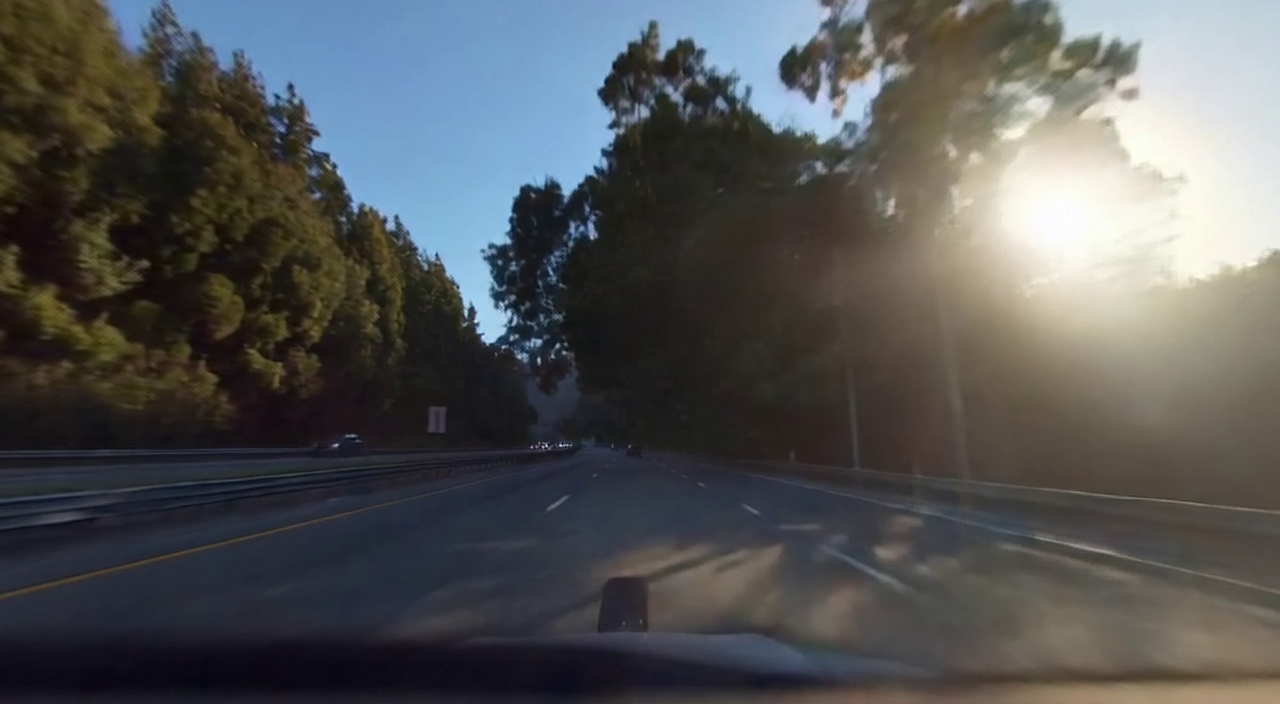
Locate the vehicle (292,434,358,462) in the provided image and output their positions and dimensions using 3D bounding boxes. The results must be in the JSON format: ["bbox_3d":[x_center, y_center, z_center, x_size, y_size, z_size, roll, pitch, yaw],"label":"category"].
[{"bbox_3d":[-22.368,6.874,44.998,2.119,1.902,4.984,0,-9,0],"label":"vehicle"}]
